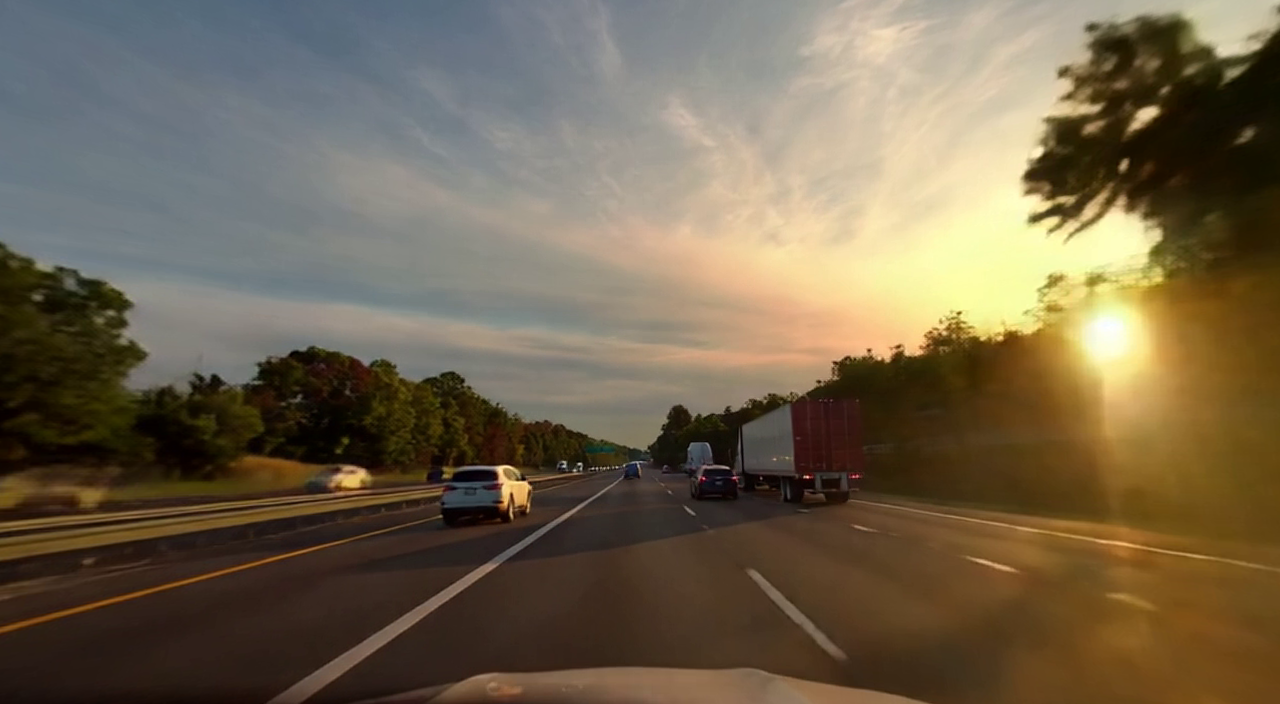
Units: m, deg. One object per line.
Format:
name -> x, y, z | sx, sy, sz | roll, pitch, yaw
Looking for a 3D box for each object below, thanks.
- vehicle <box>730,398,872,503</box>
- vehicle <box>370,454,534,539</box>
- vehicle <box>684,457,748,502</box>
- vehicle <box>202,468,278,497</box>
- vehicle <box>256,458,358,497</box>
vehicle -> 7.569, 5.441, 33.450 | 2.861, 4.086, 17.499 | 1, -10, 0
vehicle -> -3.789, 3.033, 13.711 | 2.065, 1.485, 4.682 | 1, -10, 1
vehicle -> 3.143, 5.391, 26.870 | 2.050, 1.708, 4.457 | 1, -10, -1
vehicle -> -22.318, 7.256, 35.177 | 1.666, 1.484, 3.689 | 1, -11, 2
vehicle -> -15.198, 5.753, 29.020 | 1.949, 1.577, 4.837 | 1, -10, 1
